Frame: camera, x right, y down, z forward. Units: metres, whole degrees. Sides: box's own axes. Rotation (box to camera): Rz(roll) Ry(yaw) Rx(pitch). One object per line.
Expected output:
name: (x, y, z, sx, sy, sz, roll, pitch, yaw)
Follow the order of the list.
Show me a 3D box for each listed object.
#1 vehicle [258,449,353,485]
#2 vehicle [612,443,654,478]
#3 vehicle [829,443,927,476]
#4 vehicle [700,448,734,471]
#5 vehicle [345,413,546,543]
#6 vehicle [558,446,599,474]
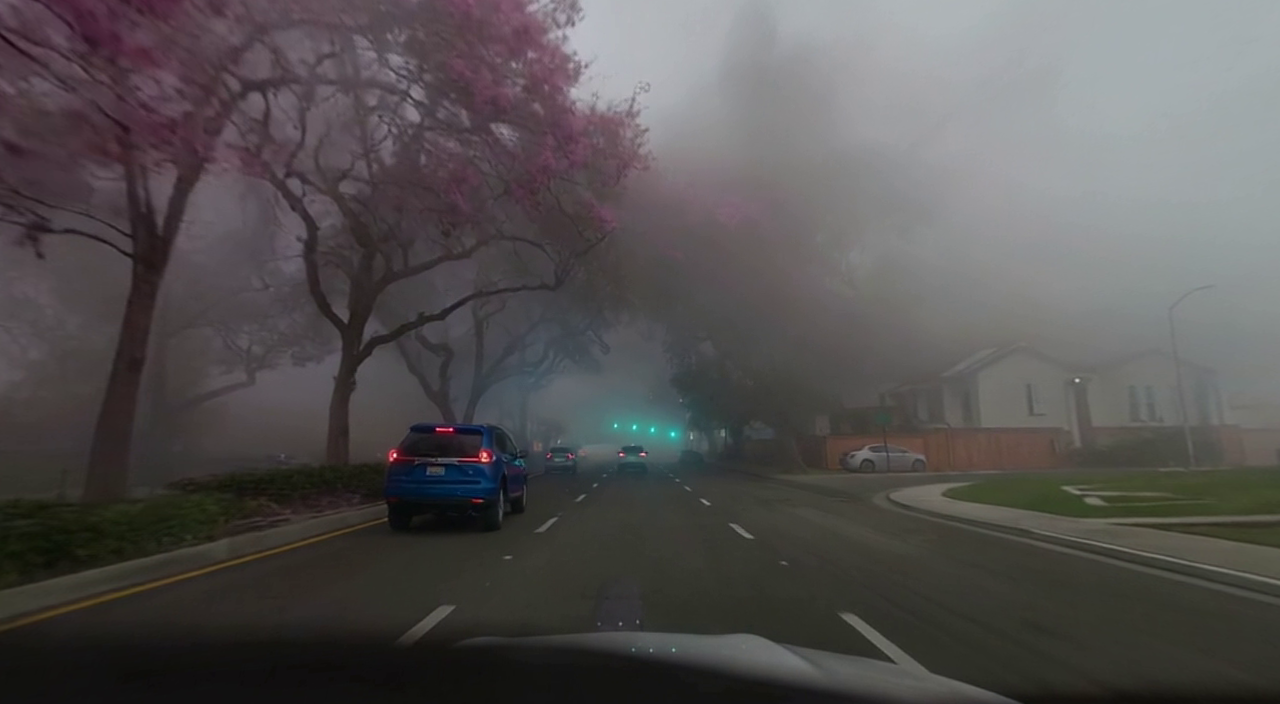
vehicle: (-15.589, 5.363, 29.753, 1.866, 1.501, 4.689, 0, -8, 1)
vehicle: (-0.362, 5.521, 32.388, 1.997, 1.636, 3.760, 0, -8, -1)
vehicle: (12.589, 5.731, 33.695, 4.482, 1.678, 1.890, -1, -8, 7)
vehicle: (5.757, 8.040, 47.545, 1.987, 1.613, 3.894, 0, -8, -1)
vehicle: (-3.266, 2.235, 11.916, 2.161, 1.919, 4.798, 0, -8, 1)
vehicle: (-3.620, 6.382, 37.661, 2.066, 1.565, 3.905, 0, -8, 0)
